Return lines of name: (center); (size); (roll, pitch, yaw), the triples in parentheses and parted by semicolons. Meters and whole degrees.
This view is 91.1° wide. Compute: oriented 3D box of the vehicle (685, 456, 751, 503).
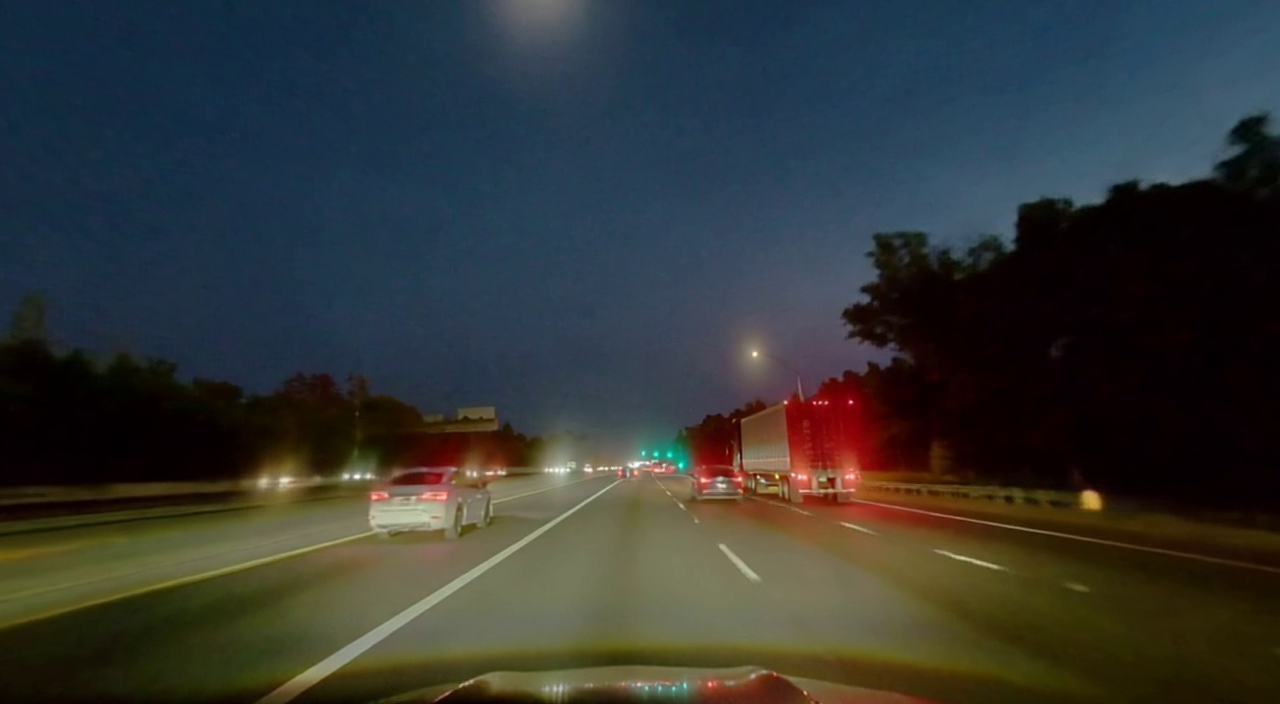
vehicle: (3.074, 5.177, 25.738); (2.050, 1.708, 4.457); (1, -10, -2)

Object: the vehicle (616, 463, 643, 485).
vehicle: (-0.787, 9.561, 49.368); (2.025, 1.547, 4.150); (1, -10, 0)

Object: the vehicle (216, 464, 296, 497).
vehicle: (-19.209, 6.436, 31.621); (1.738, 1.489, 3.511); (1, -10, 0)

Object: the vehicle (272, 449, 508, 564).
vehicle: (-3.852, 2.493, 10.809); (2.065, 1.485, 4.682); (1, -10, 1)

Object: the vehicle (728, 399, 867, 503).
vehicle: (7.525, 5.518, 33.881); (2.861, 4.086, 17.499); (1, -10, 0)
